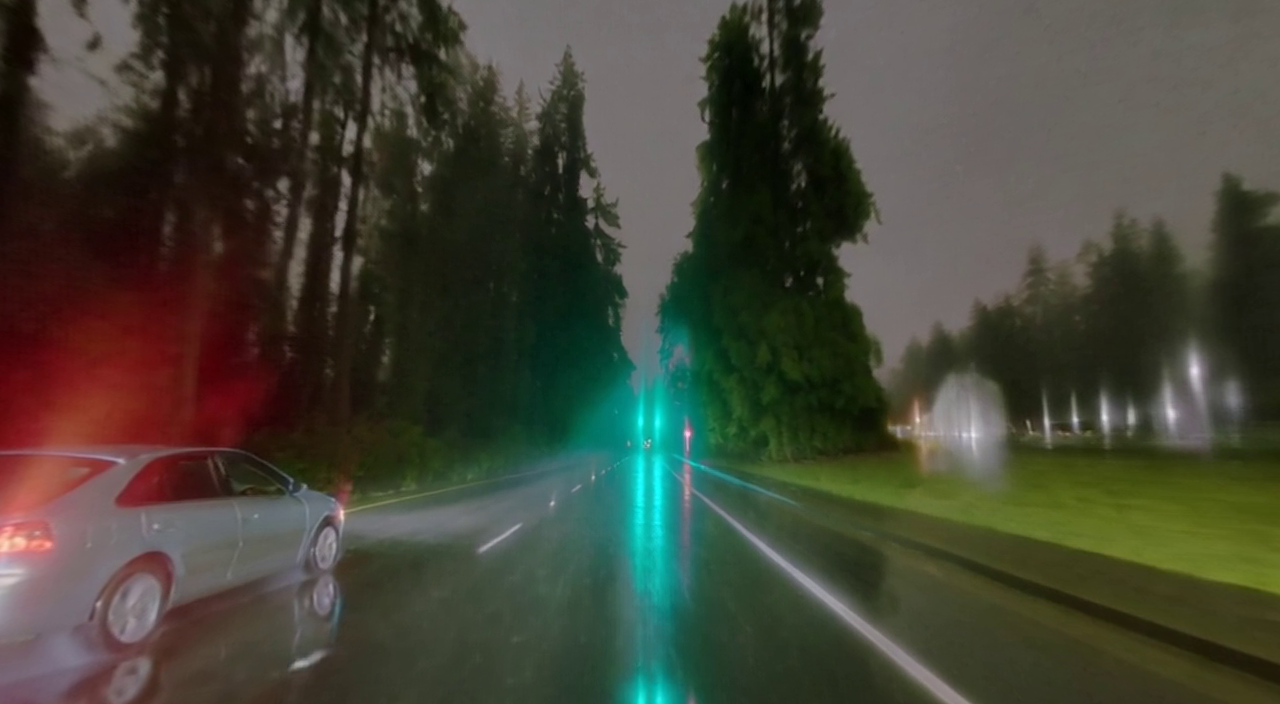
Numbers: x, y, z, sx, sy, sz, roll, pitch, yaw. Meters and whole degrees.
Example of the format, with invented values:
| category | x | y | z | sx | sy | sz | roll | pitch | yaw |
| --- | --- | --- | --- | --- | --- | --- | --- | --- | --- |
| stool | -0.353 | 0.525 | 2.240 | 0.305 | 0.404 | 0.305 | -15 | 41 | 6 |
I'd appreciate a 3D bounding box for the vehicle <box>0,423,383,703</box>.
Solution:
| category | x | y | z | sx | sy | sz | roll | pitch | yaw |
| --- | --- | --- | --- | --- | --- | --- | --- | --- | --- |
| vehicle | -4.009 | 1.380 | 5.267 | 1.946 | 1.437 | 4.154 | 0 | -8 | 0 |
